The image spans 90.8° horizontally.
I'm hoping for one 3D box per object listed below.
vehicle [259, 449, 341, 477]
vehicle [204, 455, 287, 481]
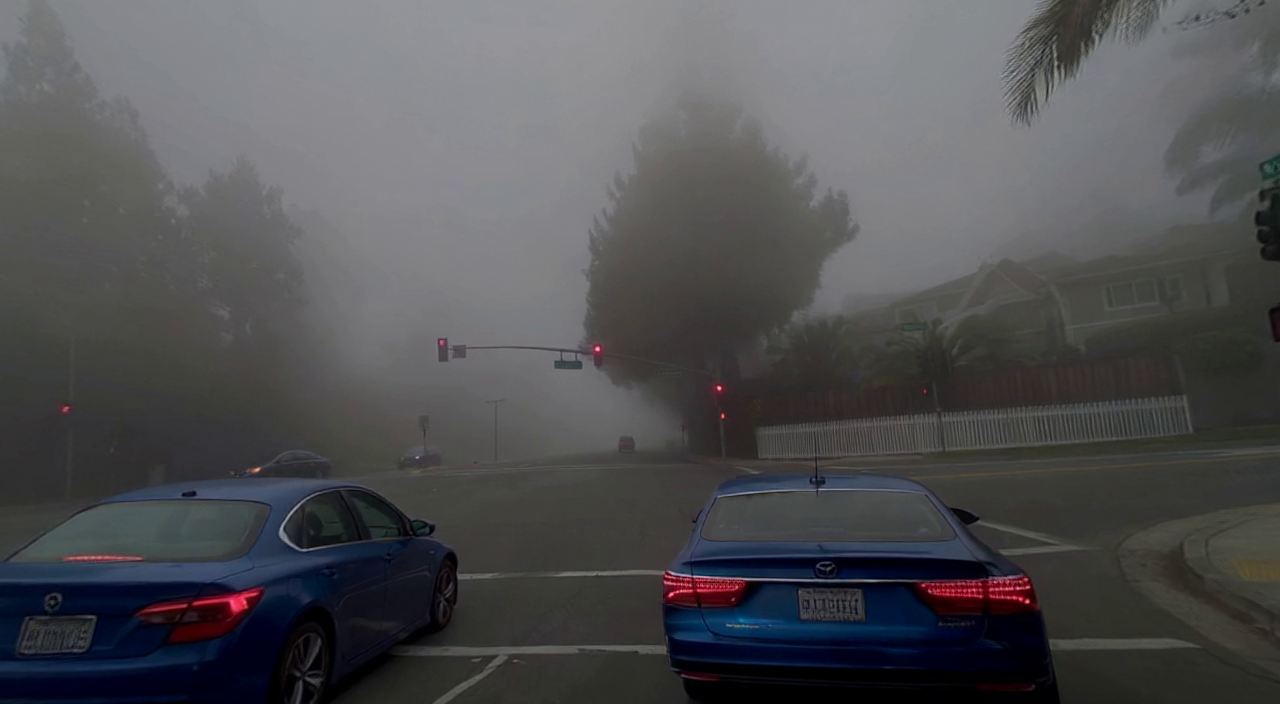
[{"bbox_3d":[-20.046,6.521,37.510,2.084,1.528,4.778,0,-9,1],"label":"vehicle"},{"bbox_3d":[-24.106,7.090,38.800,2.019,1.427,4.630,0,-9,1],"label":"vehicle"}]
